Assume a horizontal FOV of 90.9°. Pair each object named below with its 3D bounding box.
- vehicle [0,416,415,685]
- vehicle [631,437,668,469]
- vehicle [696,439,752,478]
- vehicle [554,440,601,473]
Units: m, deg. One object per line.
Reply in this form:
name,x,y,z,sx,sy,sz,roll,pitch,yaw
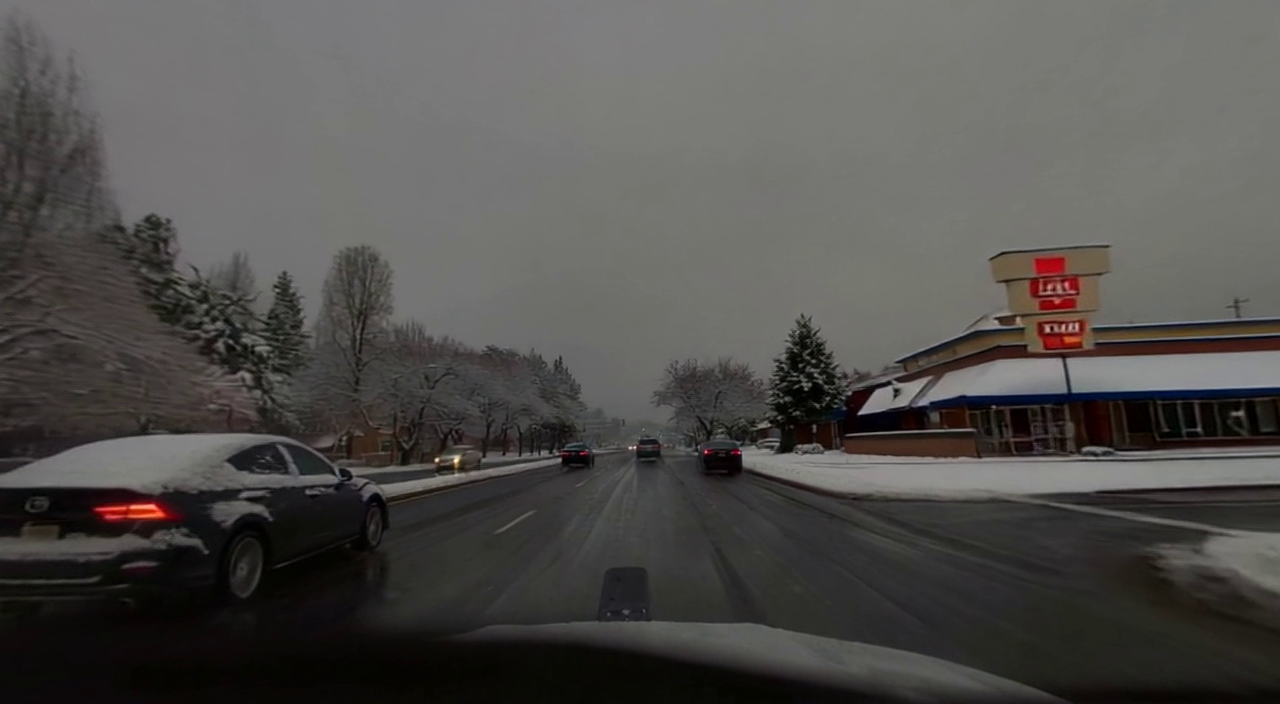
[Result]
vehicle,-3.871,1.435,5.767,1.908,1.481,4.351,0,-9,1
vehicle,0.567,6.316,39.378,2.193,1.873,4.033,0,-9,0
vehicle,3.619,4.658,27.753,1.922,1.579,3.642,0,-9,-1
vehicle,-3.349,5.679,34.482,2.026,1.665,4.193,0,-9,2
